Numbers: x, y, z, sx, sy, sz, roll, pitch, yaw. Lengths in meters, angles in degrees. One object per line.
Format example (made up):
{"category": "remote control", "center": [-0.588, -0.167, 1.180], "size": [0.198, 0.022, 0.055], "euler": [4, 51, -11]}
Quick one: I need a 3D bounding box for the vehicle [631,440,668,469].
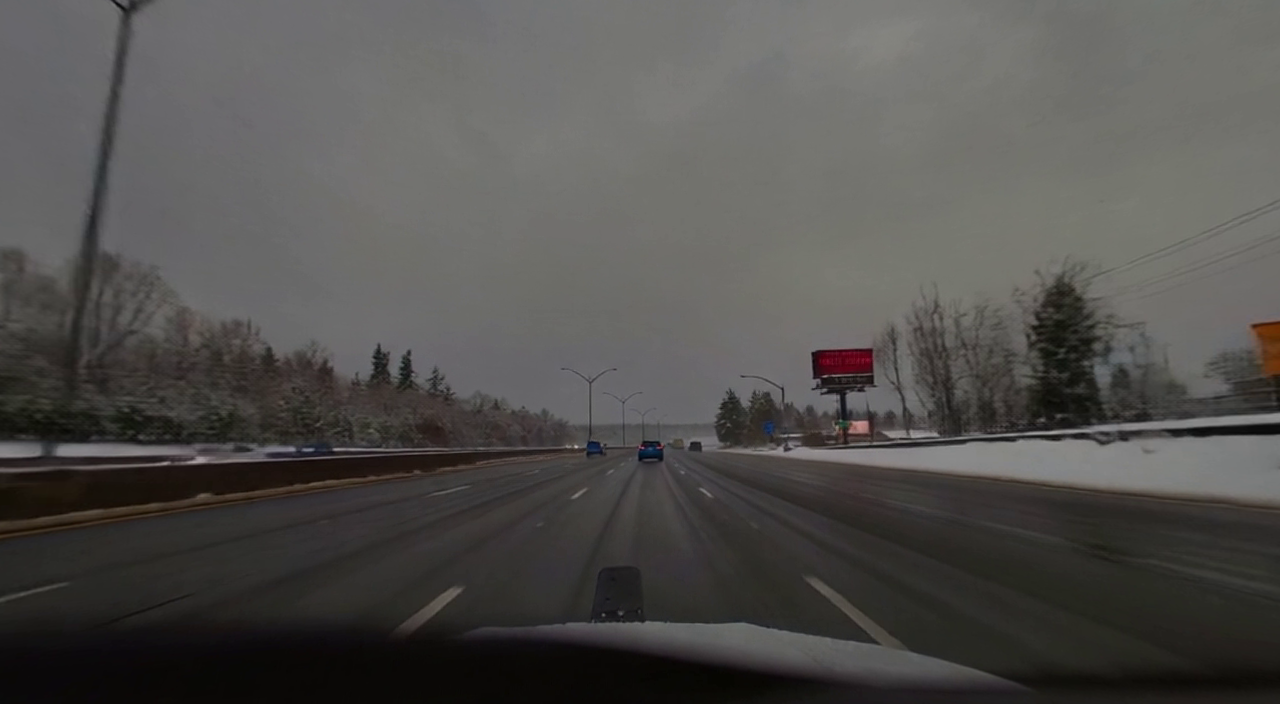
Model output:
{"category": "vehicle", "center": [0.584, 5.986, 37.126], "size": [2.074, 1.574, 3.971], "euler": [-1, -8, 1]}

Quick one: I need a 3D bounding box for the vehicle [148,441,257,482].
{"category": "vehicle", "center": [-15.705, 3.914, 22.884], "size": [1.481, 1.361, 3.357], "euler": [-1, -8, 1]}
